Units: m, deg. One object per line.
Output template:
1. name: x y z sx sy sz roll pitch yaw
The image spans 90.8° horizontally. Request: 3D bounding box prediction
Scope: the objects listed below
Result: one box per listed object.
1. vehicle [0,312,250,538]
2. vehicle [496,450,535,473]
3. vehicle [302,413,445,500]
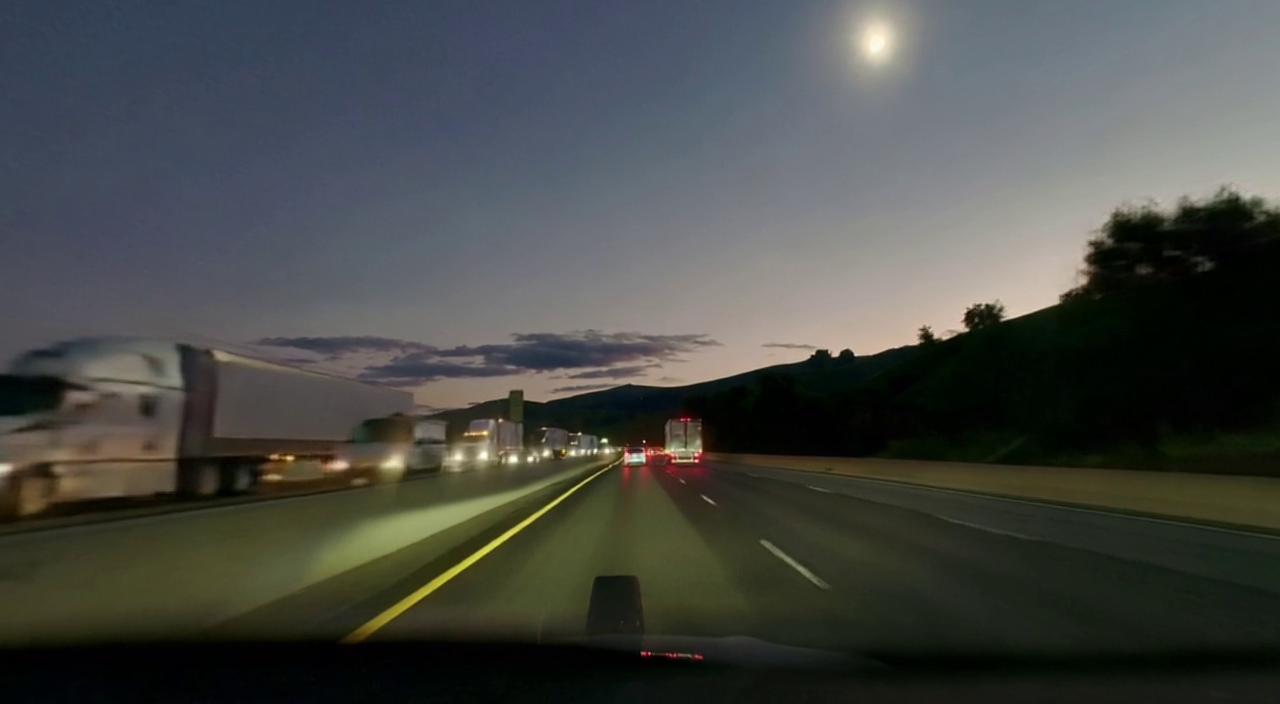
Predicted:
1. vehicle: -12.427 1.723 14.317 2.951 3.988 6.237 0 -9 0
2. vehicle: -8.715 7.718 44.484 1.844 1.467 3.930 1 -10 1
3. vehicle: -8.517 3.422 20.921 2.344 2.503 5.344 0 -9 0
